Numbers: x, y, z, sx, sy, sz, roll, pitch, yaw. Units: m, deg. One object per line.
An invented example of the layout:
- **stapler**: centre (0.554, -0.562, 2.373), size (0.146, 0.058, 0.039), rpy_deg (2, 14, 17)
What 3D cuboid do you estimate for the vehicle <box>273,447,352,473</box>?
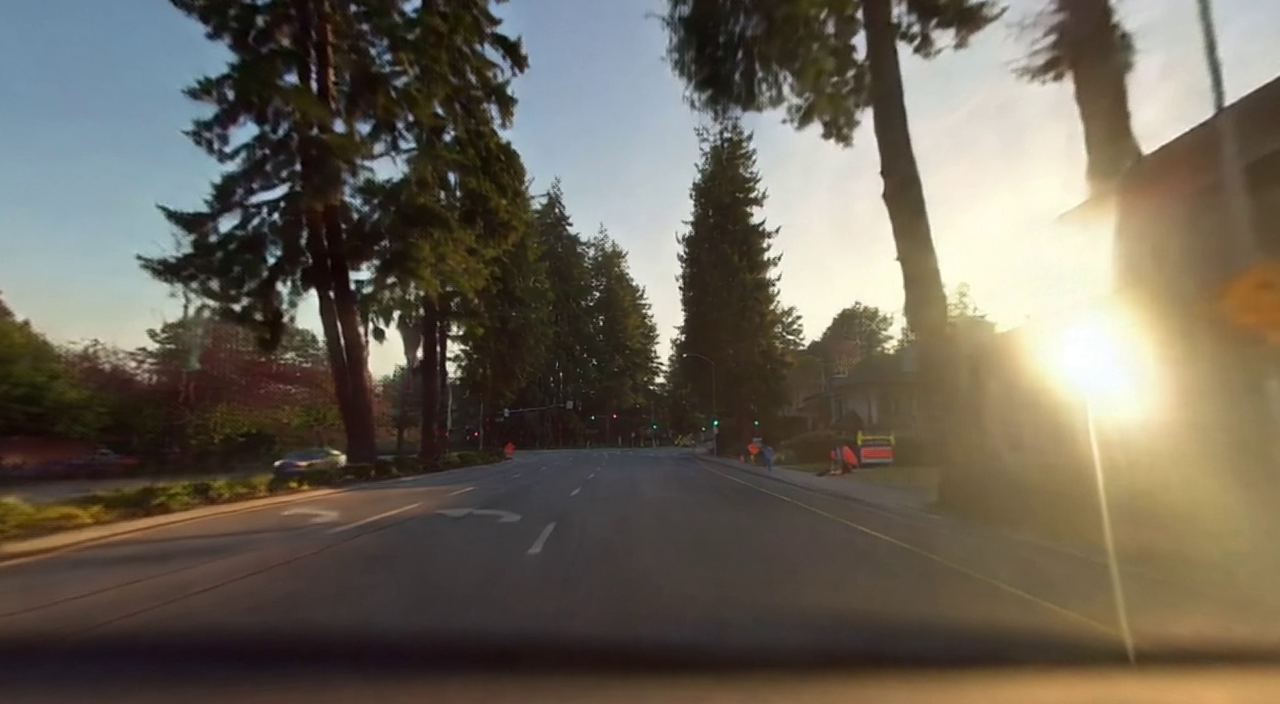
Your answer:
- **vehicle**: centre (-19.813, 6.533, 38.420), size (2.042, 1.484, 4.950), rpy_deg (0, -8, 2)
